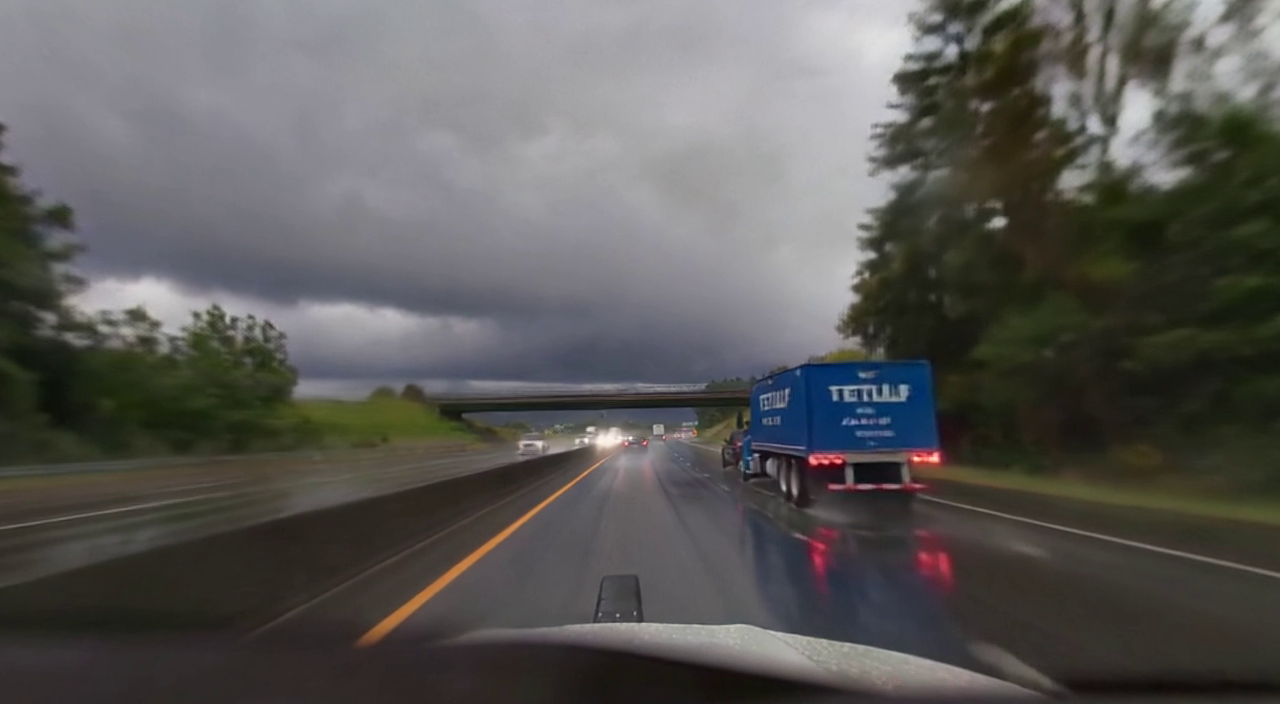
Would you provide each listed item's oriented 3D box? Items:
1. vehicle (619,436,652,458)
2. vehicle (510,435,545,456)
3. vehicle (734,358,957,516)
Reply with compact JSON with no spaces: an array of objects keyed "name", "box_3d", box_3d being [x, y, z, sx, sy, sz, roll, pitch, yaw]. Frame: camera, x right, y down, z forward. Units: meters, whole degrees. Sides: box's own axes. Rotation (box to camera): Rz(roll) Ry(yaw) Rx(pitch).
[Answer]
[{"name":"vehicle","box_3d":[-0.288,5.991,40.067,1.996,1.325,4.029,0,-7,0]},{"name":"vehicle","box_3d":[-8.627,7.197,48.754,1.973,1.519,4.176,0,-7,0]},{"name":"vehicle","box_3d":[4.078,1.904,14.326,2.715,2.746,6.550,0,-7,-1]}]
